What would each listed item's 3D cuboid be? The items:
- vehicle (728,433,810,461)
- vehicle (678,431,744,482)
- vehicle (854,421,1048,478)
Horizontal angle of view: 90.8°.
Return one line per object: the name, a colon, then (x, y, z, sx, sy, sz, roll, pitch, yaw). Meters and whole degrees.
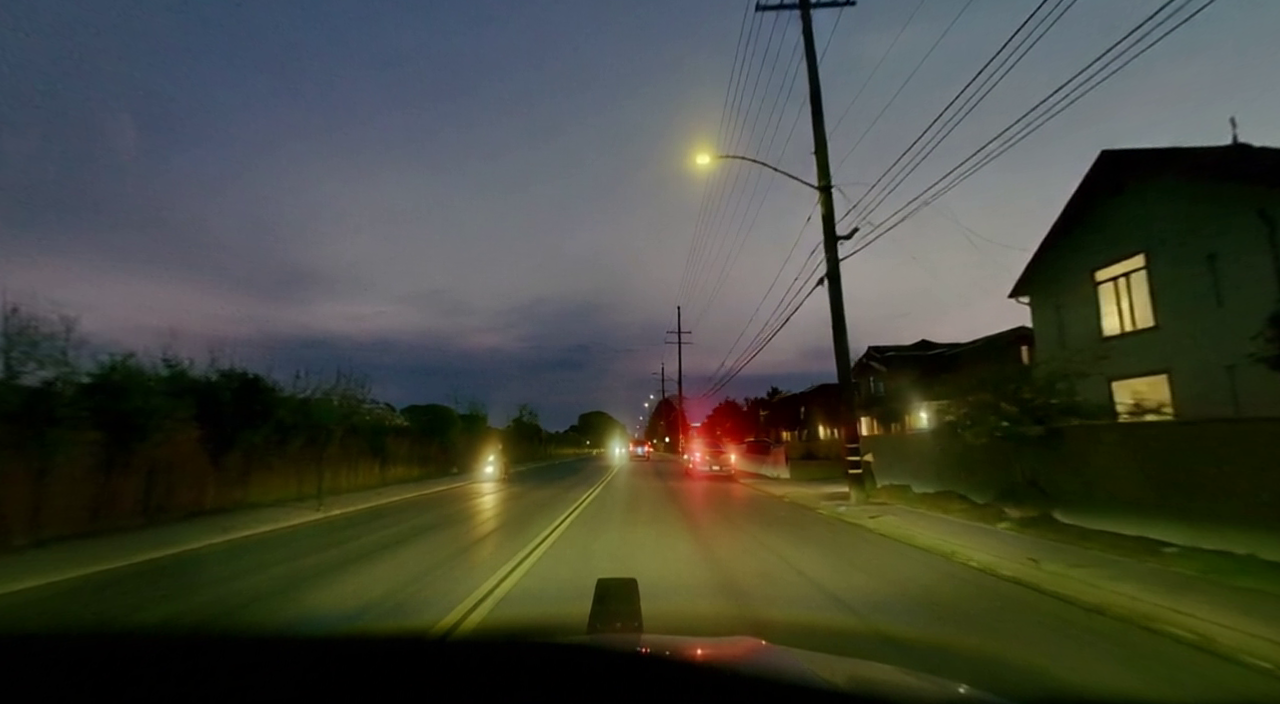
vehicle: (9.676, 7.210, 47.931, 5.590, 2.067, 2.553, 0, -9, -2)
vehicle: (3.146, 4.776, 29.244, 2.278, 1.933, 5.860, 4, -9, 0)
vehicle: (11.188, 3.561, 23.131, 5.846, 1.971, 2.273, 0, -9, 2)
